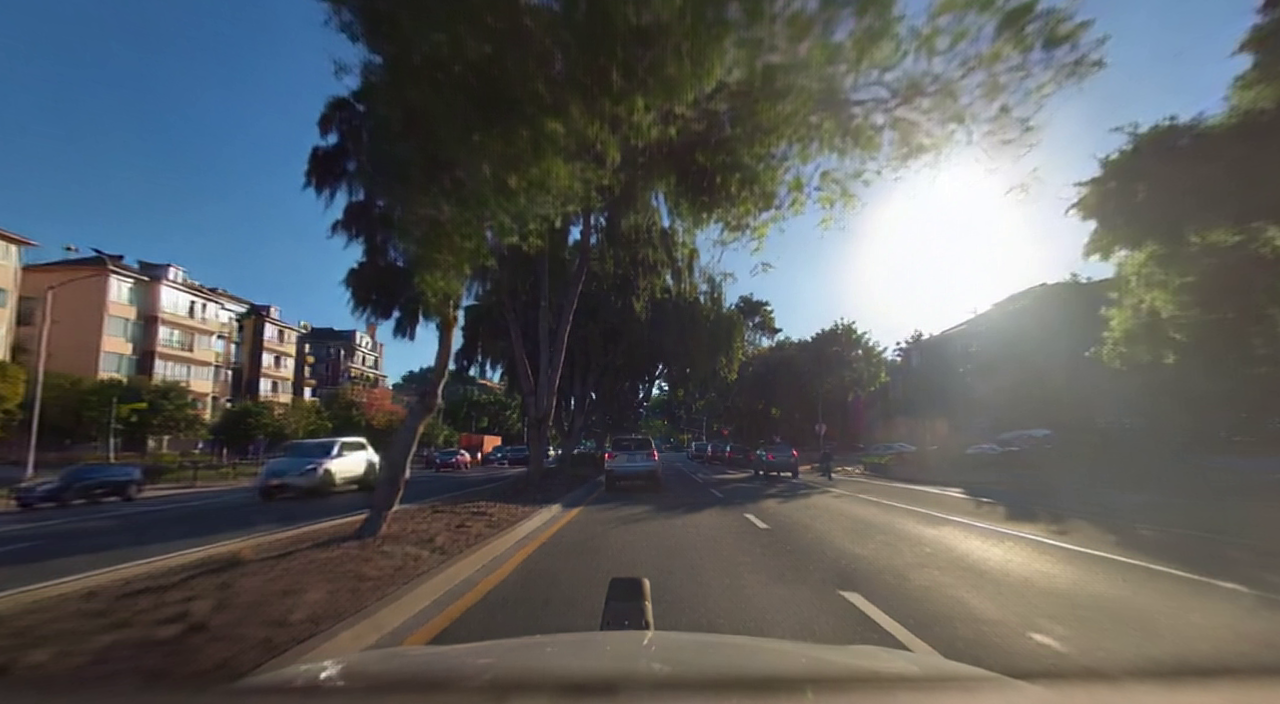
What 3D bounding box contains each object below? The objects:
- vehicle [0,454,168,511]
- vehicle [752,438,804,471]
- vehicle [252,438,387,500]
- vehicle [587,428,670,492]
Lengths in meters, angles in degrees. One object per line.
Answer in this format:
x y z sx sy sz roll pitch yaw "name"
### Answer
-21.505 4.910 24.317 2.056 1.822 5.400 -1 -8 5 "vehicle"
7.681 5.752 35.540 1.971 1.722 4.341 0 -8 0 "vehicle"
-10.302 3.753 20.723 2.010 1.760 4.406 -1 -8 1 "vehicle"
-0.308 3.371 20.012 2.332 1.798 4.546 0 -8 0 "vehicle"
